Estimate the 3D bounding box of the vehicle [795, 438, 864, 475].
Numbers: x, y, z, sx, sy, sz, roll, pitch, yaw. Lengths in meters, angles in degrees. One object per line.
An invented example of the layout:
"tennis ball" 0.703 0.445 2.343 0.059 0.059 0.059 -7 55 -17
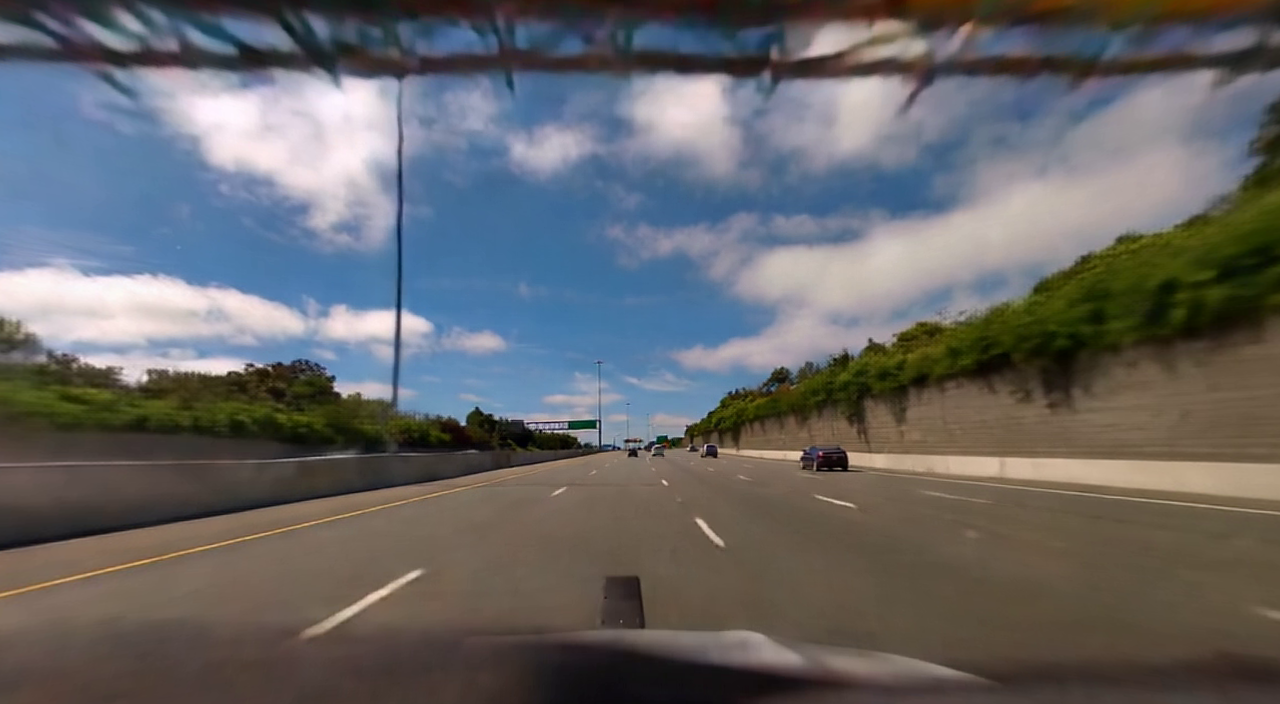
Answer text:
"vehicle" 9.734 5.418 32.781 2.167 1.781 4.340 0 -9 -1
